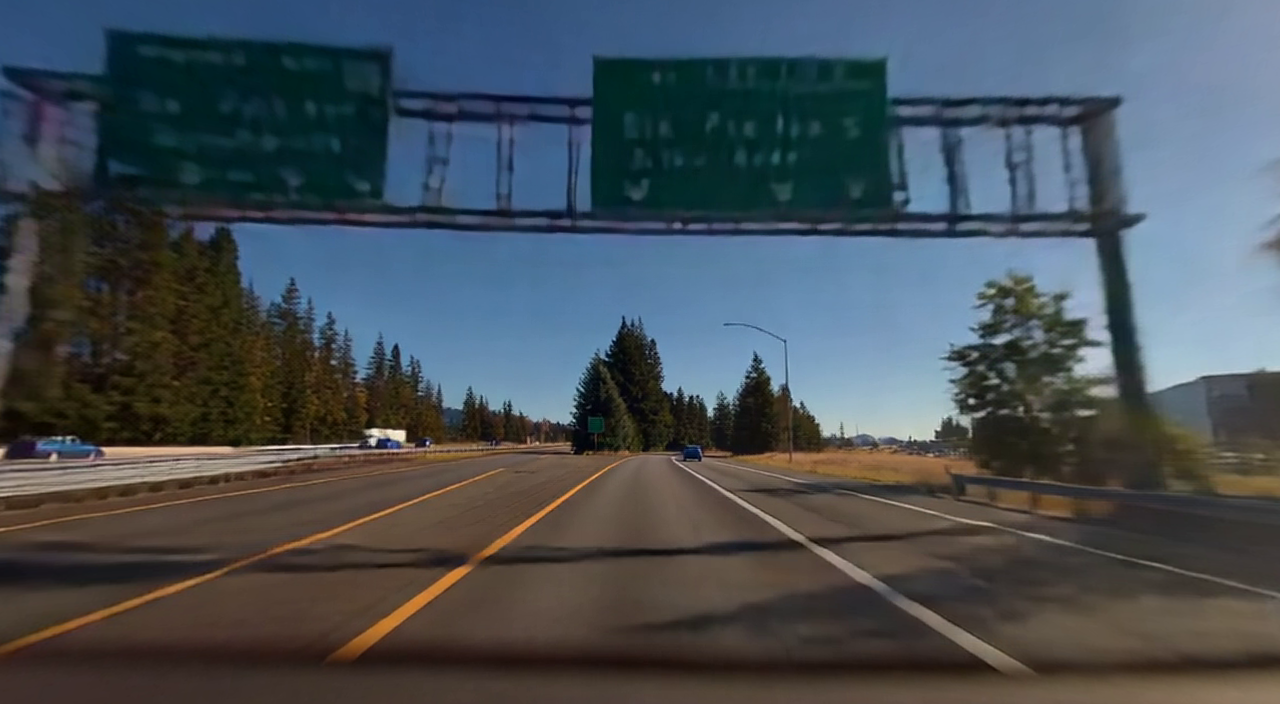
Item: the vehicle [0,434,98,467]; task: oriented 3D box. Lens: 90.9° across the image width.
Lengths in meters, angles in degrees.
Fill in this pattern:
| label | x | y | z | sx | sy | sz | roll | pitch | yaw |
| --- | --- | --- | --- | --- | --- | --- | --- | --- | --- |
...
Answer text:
| label | x | y | z | sx | sy | sz | roll | pitch | yaw |
| --- | --- | --- | --- | --- | --- | --- | --- | --- | --- |
| vehicle | -35.439 | 5.837 | 37.467 | 2.168 | 1.824 | 4.932 | 0 | -8 | -3 |
